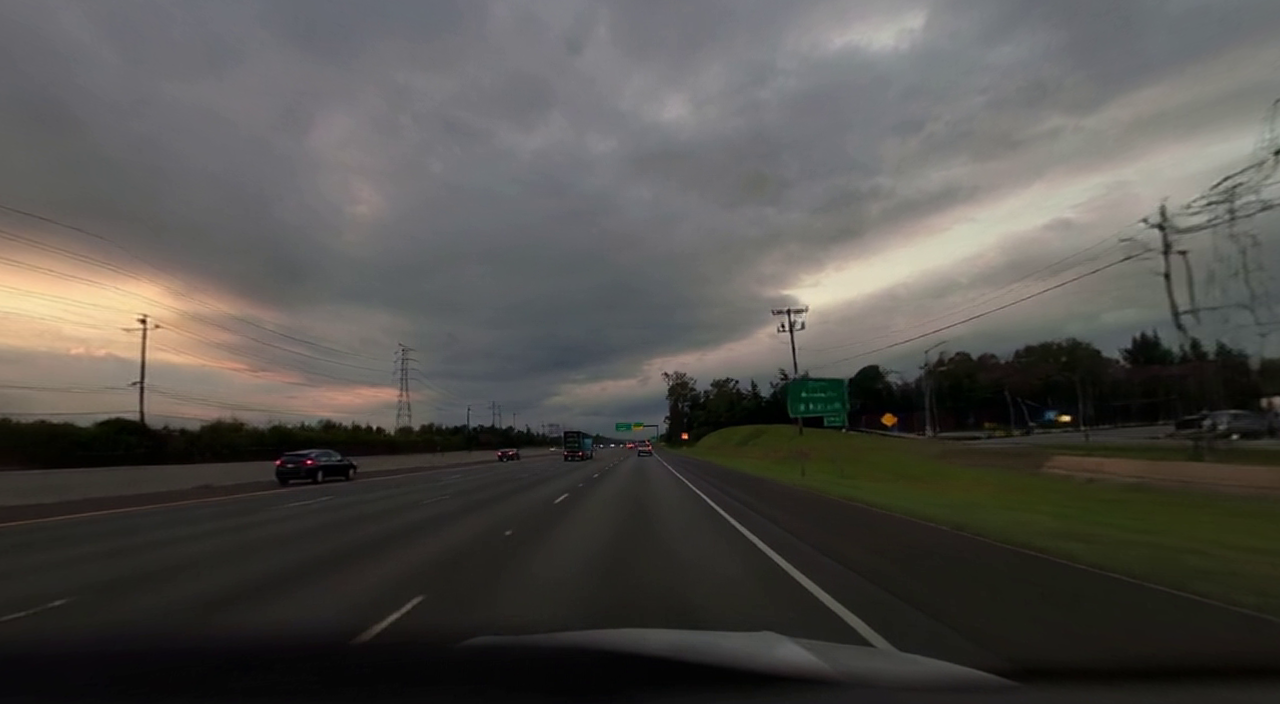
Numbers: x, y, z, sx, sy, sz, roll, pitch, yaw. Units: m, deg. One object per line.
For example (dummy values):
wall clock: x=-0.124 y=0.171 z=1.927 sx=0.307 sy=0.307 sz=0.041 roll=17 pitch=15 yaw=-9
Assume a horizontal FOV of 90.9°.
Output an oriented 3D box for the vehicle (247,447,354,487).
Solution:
vehicle: x=-14.095 y=4.761 z=26.537 sx=1.988 sy=1.477 sz=4.442 roll=0 pitch=-8 yaw=1
